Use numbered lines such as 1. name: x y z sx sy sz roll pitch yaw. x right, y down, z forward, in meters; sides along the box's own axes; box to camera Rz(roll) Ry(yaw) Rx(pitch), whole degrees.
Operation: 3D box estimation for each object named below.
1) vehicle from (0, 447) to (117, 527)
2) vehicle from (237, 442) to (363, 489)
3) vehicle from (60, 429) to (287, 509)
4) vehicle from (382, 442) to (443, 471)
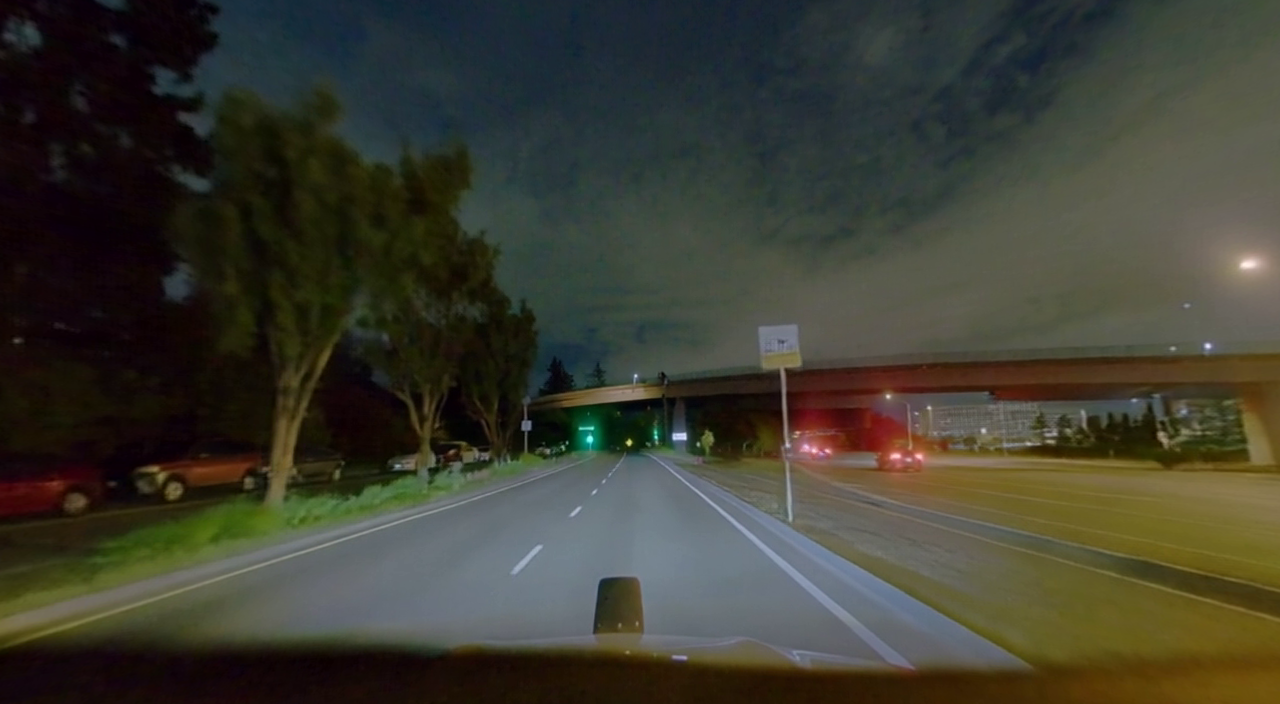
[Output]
1. vehicle: -13.215 2.601 12.188 2.156 1.489 4.758 0 -8 0
2. vehicle: -12.864 4.278 24.358 2.074 1.529 5.079 1 -8 -1
3. vehicle: -12.860 3.227 18.094 2.064 1.809 5.545 3 -8 2
4. vehicle: -12.881 5.916 36.065 1.907 1.553 4.683 0 -8 -2
